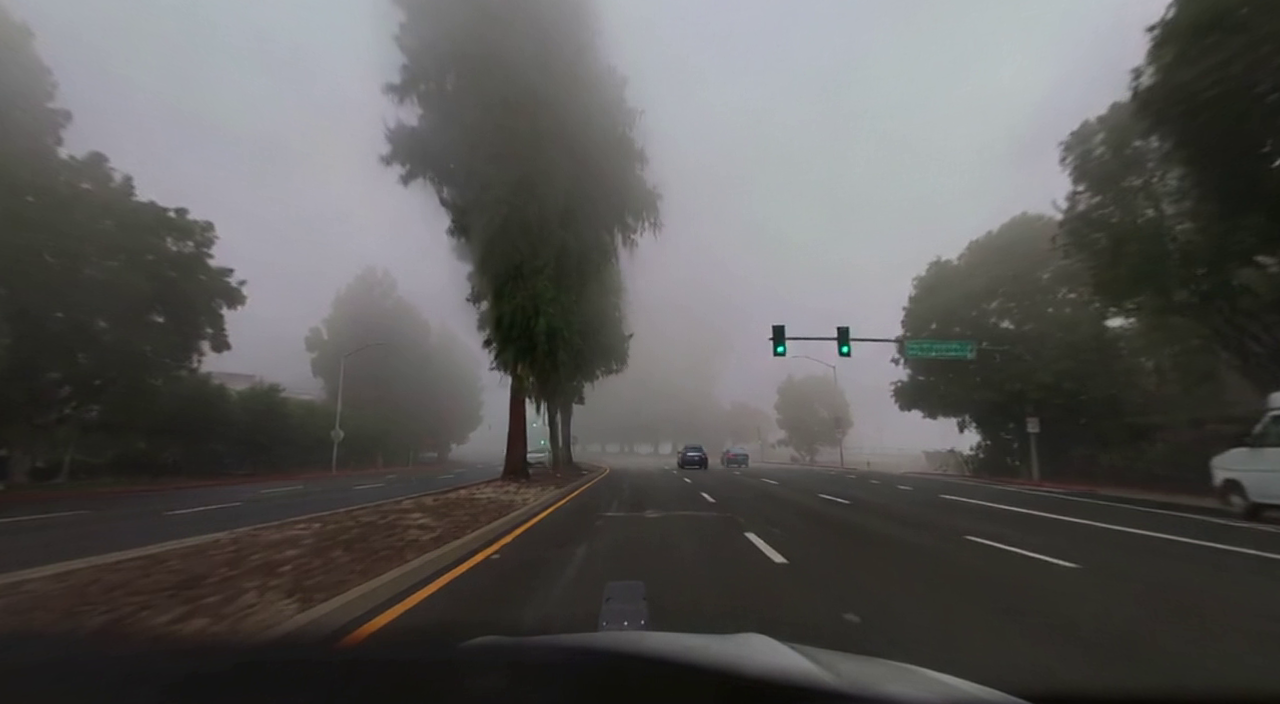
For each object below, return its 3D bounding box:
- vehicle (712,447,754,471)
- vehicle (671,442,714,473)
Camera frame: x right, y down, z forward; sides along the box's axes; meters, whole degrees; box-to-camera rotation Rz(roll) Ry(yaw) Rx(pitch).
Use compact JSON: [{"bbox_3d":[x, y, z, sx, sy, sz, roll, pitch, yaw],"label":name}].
[{"bbox_3d":[6.513,7.587,44.814,1.969,1.522,4.609,0,-9,-4],"label":"vehicle"},{"bbox_3d":[3.286,6.687,40.191,2.046,1.818,4.603,0,-9,-4],"label":"vehicle"}]
